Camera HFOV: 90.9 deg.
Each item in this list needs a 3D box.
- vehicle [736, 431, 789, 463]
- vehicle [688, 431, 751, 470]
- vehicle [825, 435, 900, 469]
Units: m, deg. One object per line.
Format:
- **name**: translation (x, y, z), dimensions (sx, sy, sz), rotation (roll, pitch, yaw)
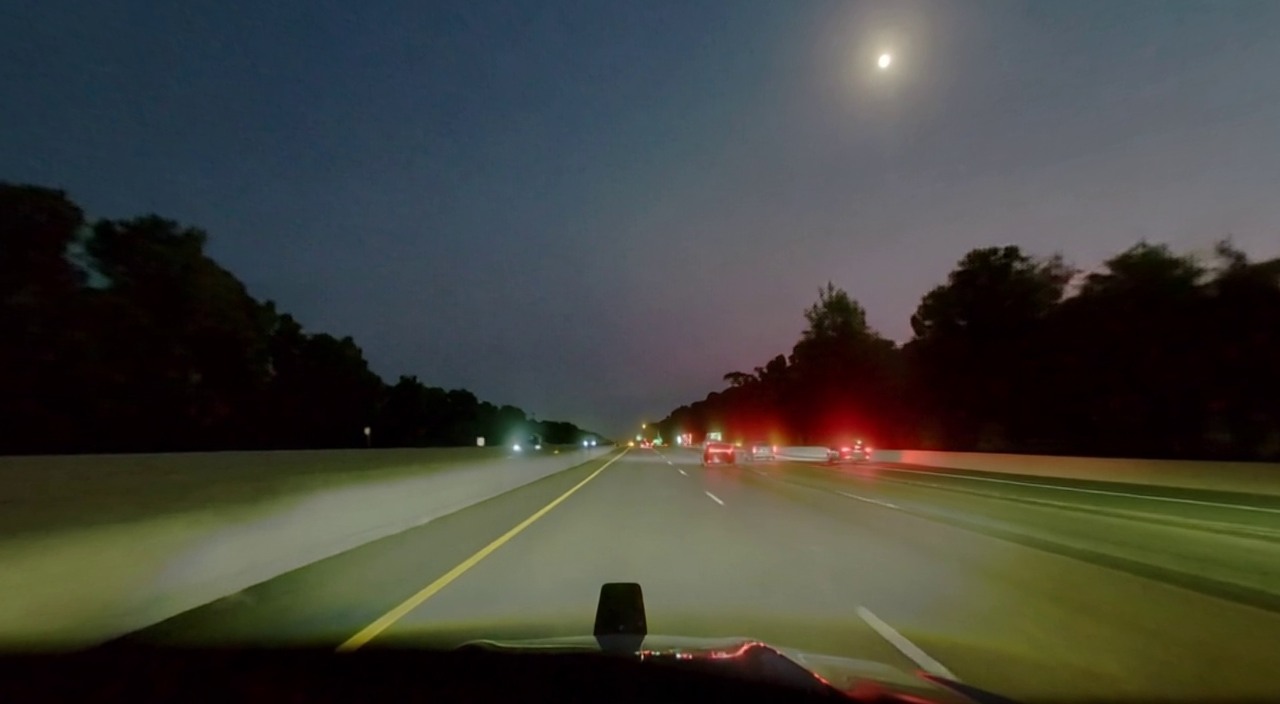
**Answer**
- **vehicle**: translation (7.185, 5.626, 37.403), dimensions (2.178, 1.749, 4.570), rotation (0, -8, 0)
- **vehicle**: translation (3.560, 4.509, 29.143), dimensions (2.326, 1.644, 4.206), rotation (0, -8, -1)
- **vehicle**: translation (10.512, 4.744, 30.170), dimensions (1.970, 1.479, 4.480), rotation (0, -8, 0)
